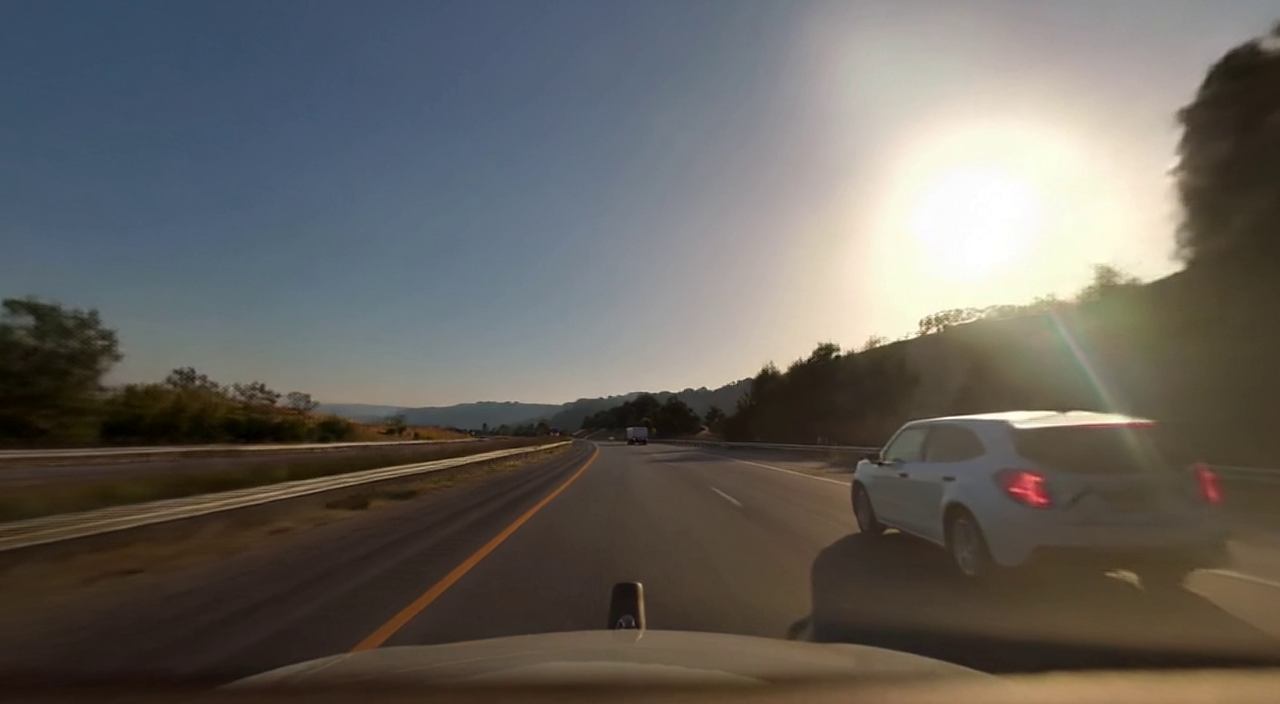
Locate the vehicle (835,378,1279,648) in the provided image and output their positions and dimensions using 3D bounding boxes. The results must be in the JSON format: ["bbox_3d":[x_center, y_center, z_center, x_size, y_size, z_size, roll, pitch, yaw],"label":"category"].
[{"bbox_3d":[3.553,1.266,6.034,1.941,1.655,4.137,0,-8,-1],"label":"vehicle"}]
